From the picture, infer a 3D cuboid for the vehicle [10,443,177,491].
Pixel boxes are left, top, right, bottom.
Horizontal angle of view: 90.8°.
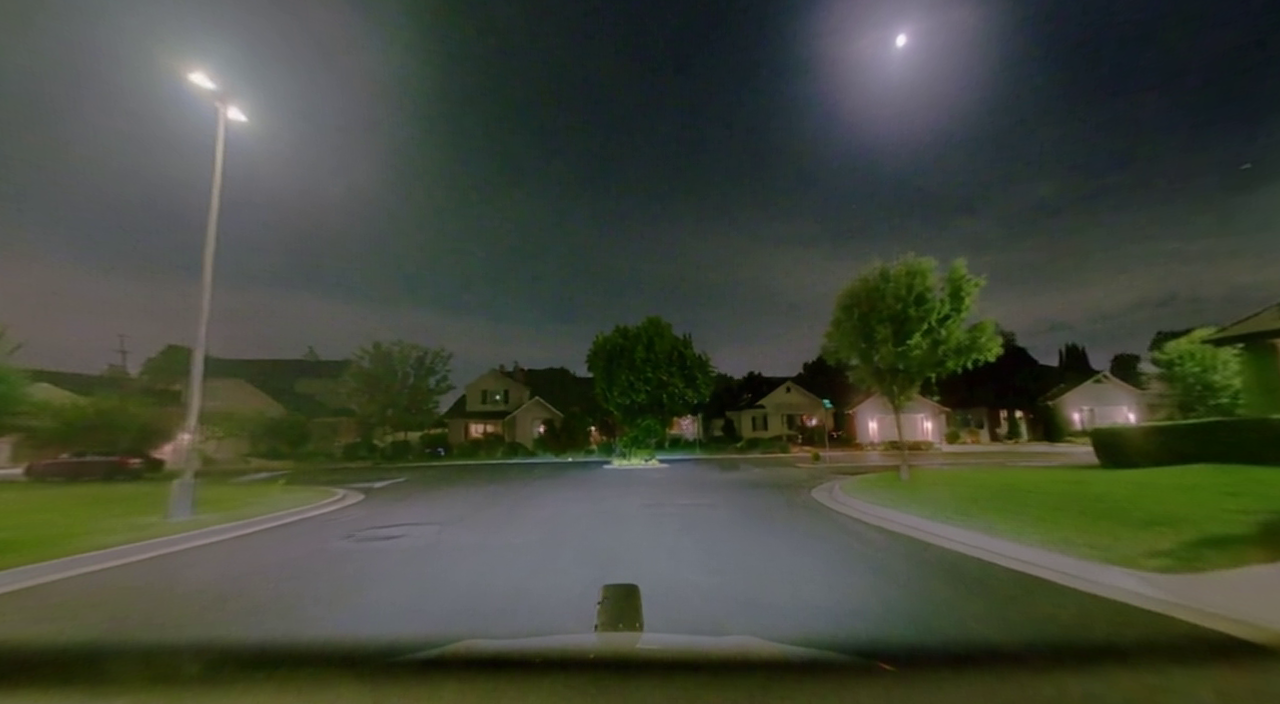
[{"bbox_3d":[-21.566,4.527,25.104,4.594,1.778,2.055,1,-8,-2],"label":"vehicle"}]
